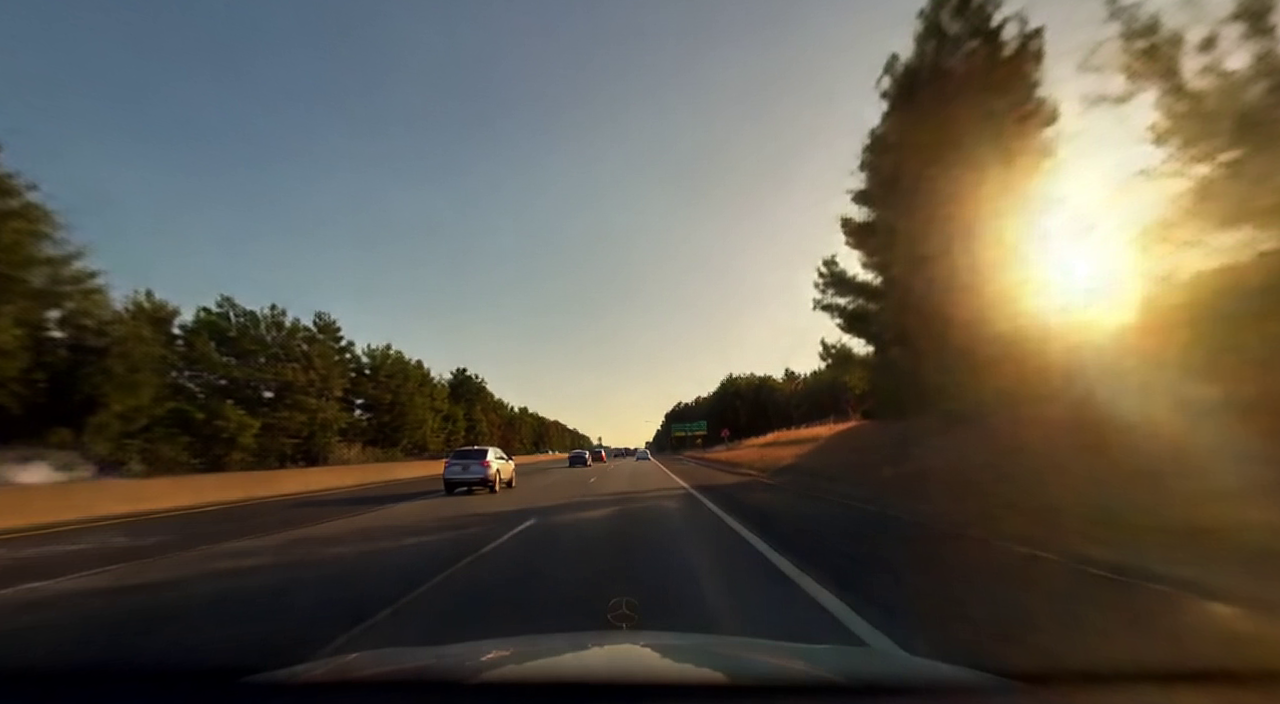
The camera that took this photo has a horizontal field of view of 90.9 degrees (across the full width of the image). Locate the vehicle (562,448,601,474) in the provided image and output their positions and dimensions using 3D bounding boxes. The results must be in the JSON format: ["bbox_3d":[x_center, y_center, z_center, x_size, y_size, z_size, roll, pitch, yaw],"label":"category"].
[{"bbox_3d":[-3.522,6.663,38.629,2.005,1.474,3.921,0,-9,1],"label":"vehicle"}]

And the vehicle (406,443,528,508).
[{"bbox_3d":[-4.478,3.276,17.159,1.975,1.501,4.603,0,-9,1],"label":"vehicle"}]
